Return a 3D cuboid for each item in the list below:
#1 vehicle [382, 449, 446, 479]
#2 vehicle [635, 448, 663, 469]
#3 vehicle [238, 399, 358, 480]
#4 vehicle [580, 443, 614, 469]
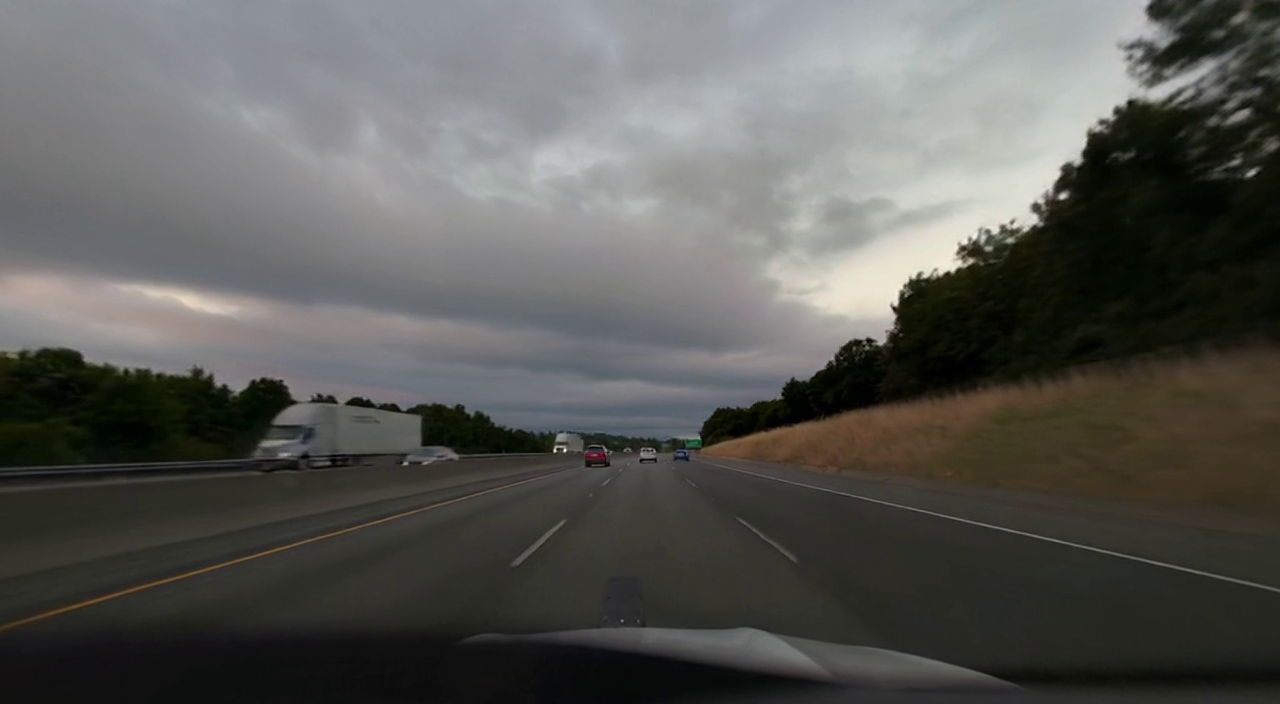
[{"bbox_3d":[-11.990,5.918,33.659,1.823,1.483,4.059,0,-9,1],"label":"vehicle"},{"bbox_3d":[0.696,8.168,48.659,2.036,1.519,4.225,0,-9,0],"label":"vehicle"},{"bbox_3d":[-18.741,4.903,35.082,3.022,4.046,5.998,0,-9,1],"label":"vehicle"},{"bbox_3d":[-3.078,7.543,45.799,2.143,1.770,4.283,0,-9,1],"label":"vehicle"}]
